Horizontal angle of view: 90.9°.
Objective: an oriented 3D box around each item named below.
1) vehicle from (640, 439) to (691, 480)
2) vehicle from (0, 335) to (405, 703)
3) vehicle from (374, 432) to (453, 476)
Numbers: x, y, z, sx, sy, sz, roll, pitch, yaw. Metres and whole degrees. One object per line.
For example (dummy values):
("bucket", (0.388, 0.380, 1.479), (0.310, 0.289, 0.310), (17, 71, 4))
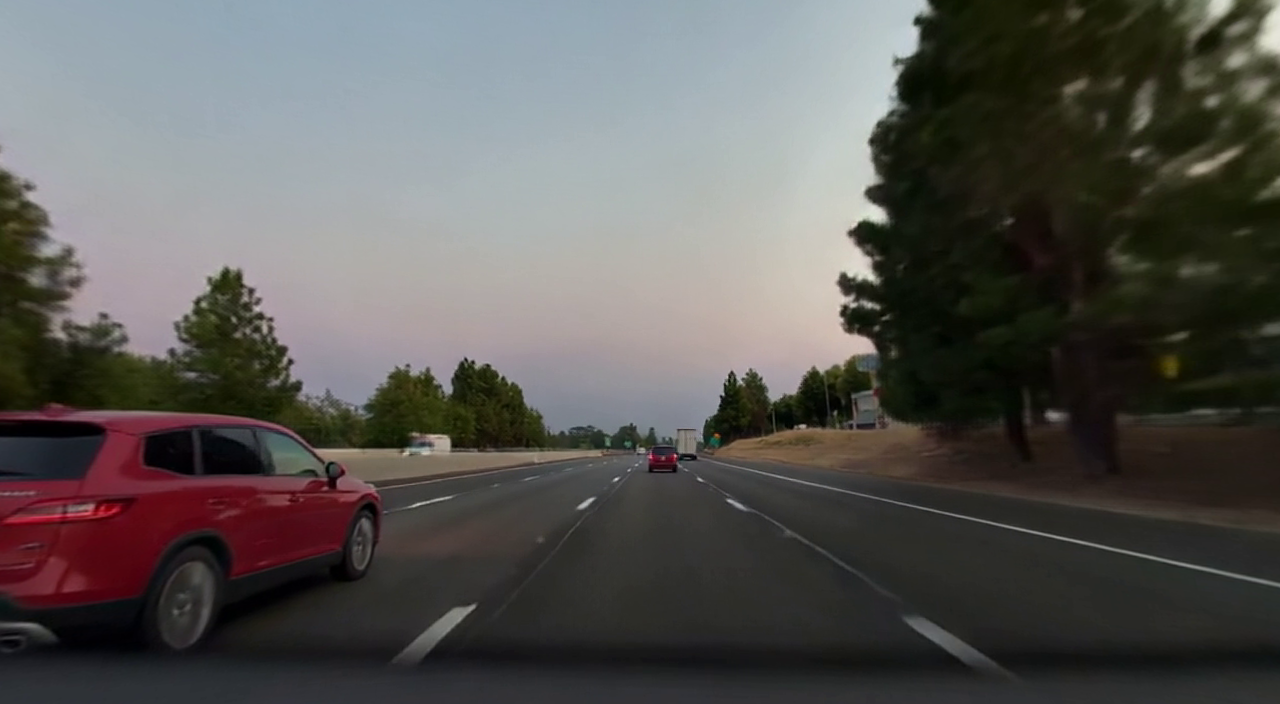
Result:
("vehicle", (1.053, 4.734, 27.957), (2.087, 1.682, 4.388), (0, -9, 0))
("vehicle", (-3.669, 1.142, 4.471), (2.139, 1.804, 4.611), (0, -9, 1))
("vehicle", (-15.839, 7.208, 44.704), (2.726, 2.855, 6.961), (-1, -9, 2))
